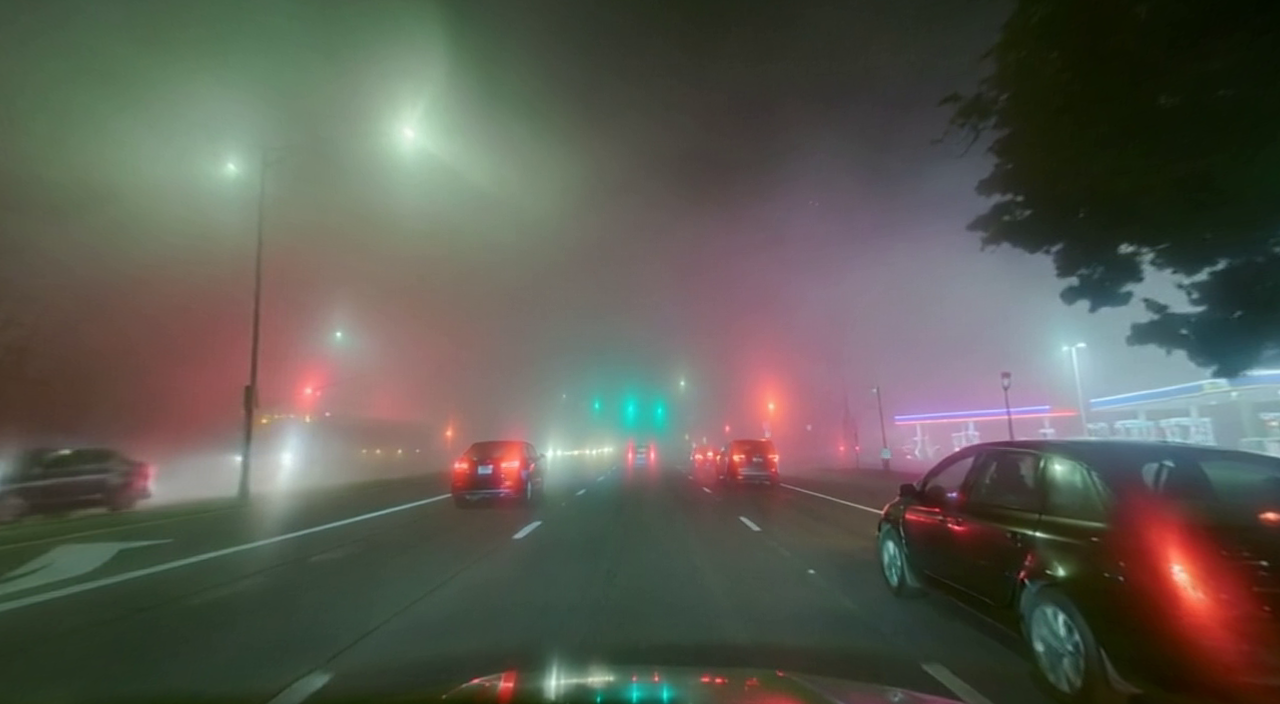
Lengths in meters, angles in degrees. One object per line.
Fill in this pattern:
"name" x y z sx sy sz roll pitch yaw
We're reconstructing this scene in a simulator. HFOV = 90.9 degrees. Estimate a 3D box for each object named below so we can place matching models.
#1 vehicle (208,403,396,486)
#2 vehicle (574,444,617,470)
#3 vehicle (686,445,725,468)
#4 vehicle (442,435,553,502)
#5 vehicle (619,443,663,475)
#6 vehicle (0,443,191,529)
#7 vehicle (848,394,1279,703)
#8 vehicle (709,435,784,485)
"vehicle" -15.819 4.550 31.000 3.228 3.319 10.706 0 -8 0
"vehicle" -2.660 6.343 38.334 2.192 1.463 4.211 -1 -8 2
"vehicle" 4.254 6.827 41.412 2.174 1.462 4.400 0 -8 1
"vehicle" -3.761 3.135 17.440 2.023 1.607 4.086 -1 -8 2
"vehicle" 0.077 5.463 32.430 2.104 1.477 4.591 0 -8 1
"vehicle" -12.268 2.711 13.450 2.013 1.501 4.484 0 -8 1
"vehicle" 3.456 1.266 4.839 2.038 1.499 4.868 0 -8 0
"vehicle" 3.852 3.994 23.546 2.022 1.683 4.171 0 -8 0
